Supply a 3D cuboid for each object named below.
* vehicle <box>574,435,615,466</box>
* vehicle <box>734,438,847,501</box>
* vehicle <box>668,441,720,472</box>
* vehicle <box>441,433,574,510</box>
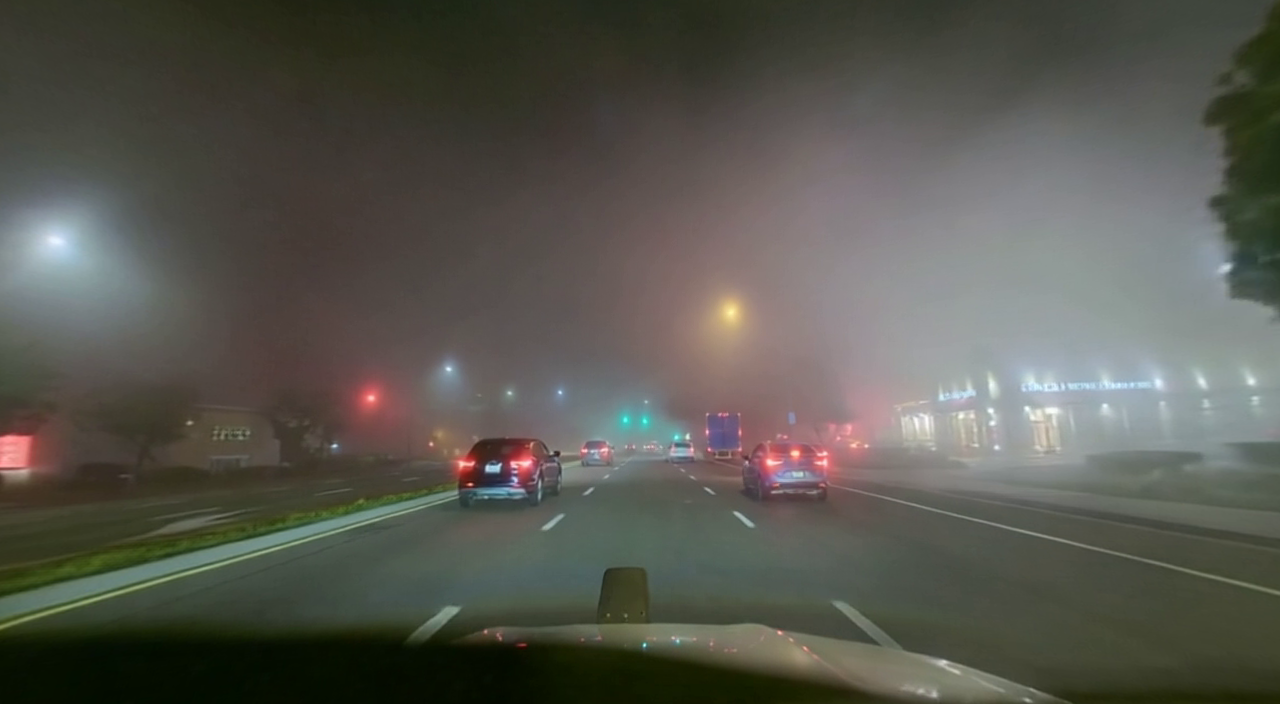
[{"bbox_3d":[-2.694,6.029,38.662,2.137,1.796,4.304,0,-8,1],"label":"vehicle"},{"bbox_3d":[3.831,3.059,16.832,1.972,1.452,4.189,0,-8,0],"label":"vehicle"},{"bbox_3d":[2.706,5.376,32.730,2.020,1.461,4.326,1,-8,-5],"label":"vehicle"},{"bbox_3d":[-2.855,2.684,14.693,2.003,1.509,4.396,0,-8,2],"label":"vehicle"}]
